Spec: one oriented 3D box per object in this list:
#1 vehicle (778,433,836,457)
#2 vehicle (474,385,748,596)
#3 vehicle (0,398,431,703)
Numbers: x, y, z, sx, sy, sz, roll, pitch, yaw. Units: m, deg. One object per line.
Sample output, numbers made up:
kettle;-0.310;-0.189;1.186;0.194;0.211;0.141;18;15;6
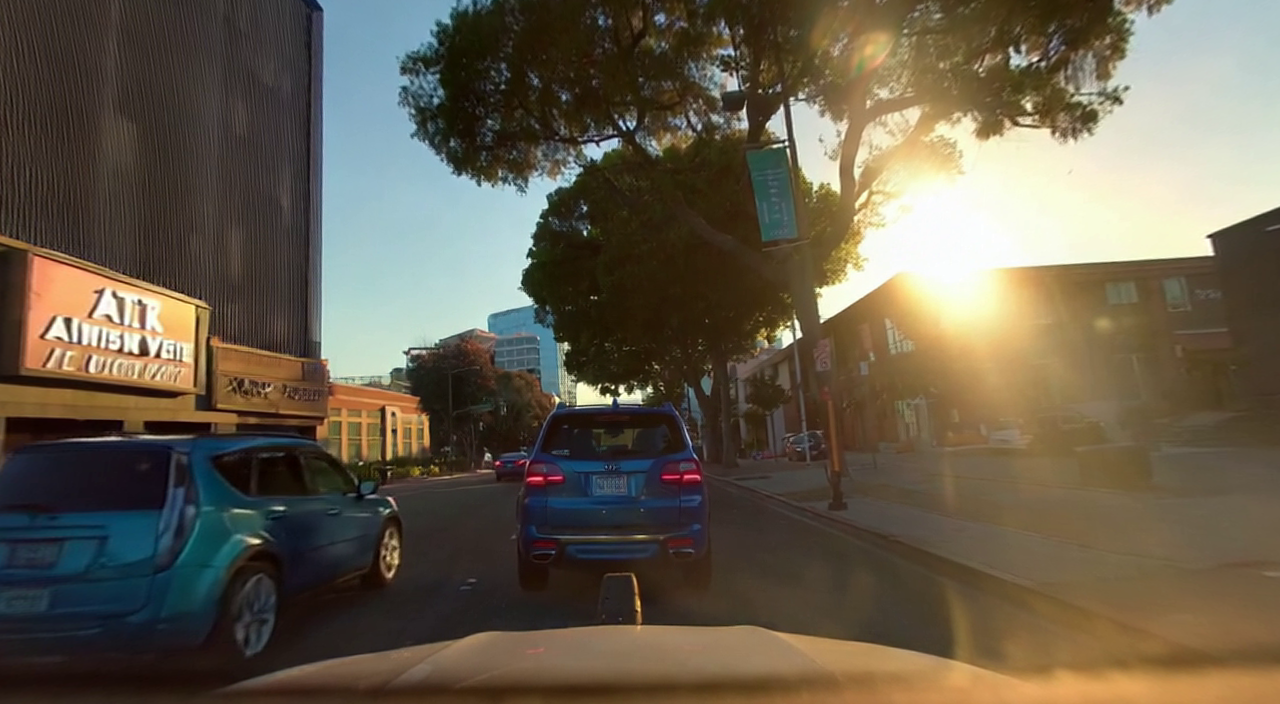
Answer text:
vehicle;10.524;5.856;39.620;1.877;1.416;3.965;-8;-11;42
vehicle;-0.352;1.595;8.132;2.531;1.930;4.382;0;-8;-2
vehicle;-3.477;1.391;5.434;1.971;1.658;4.428;0;-8;-2
